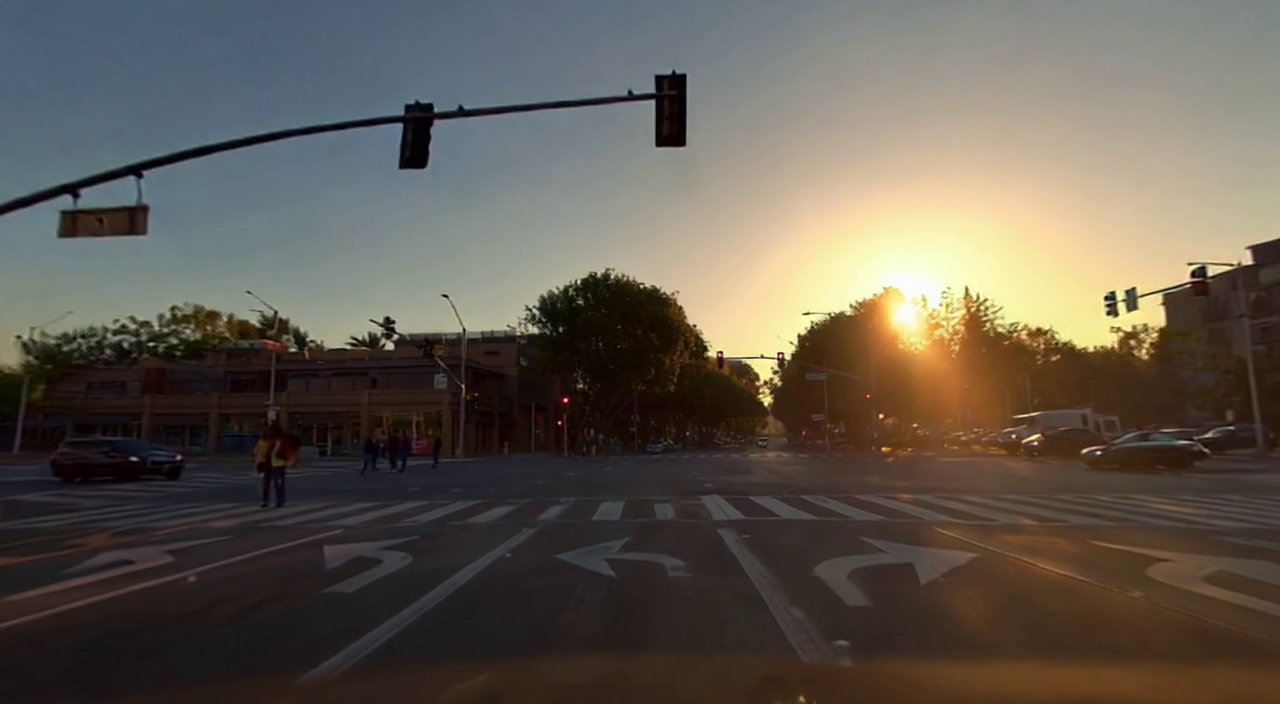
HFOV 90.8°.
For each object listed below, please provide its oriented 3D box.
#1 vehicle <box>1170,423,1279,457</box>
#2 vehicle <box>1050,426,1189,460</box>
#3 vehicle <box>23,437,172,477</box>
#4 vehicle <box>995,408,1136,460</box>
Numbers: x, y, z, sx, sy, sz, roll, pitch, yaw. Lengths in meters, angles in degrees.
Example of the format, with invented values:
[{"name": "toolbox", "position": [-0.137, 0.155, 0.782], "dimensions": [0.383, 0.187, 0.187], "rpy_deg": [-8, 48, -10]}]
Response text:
[{"name": "vehicle", "position": [32.210, 4.793, 34.244], "dimensions": [4.896, 1.729, 1.952], "rpy_deg": [-1, -9, 5]}, {"name": "vehicle", "position": [21.945, 4.207, 29.090], "dimensions": [4.740, 1.464, 1.876], "rpy_deg": [-1, -9, 4]}, {"name": "vehicle", "position": [-21.168, 4.100, 24.757], "dimensions": [4.265, 1.493, 1.871], "rpy_deg": [-1, -9, 5]}, {"name": "vehicle", "position": [23.685, 4.626, 35.417], "dimensions": [5.855, 2.746, 2.523], "rpy_deg": [-1, -9, 5]}]
